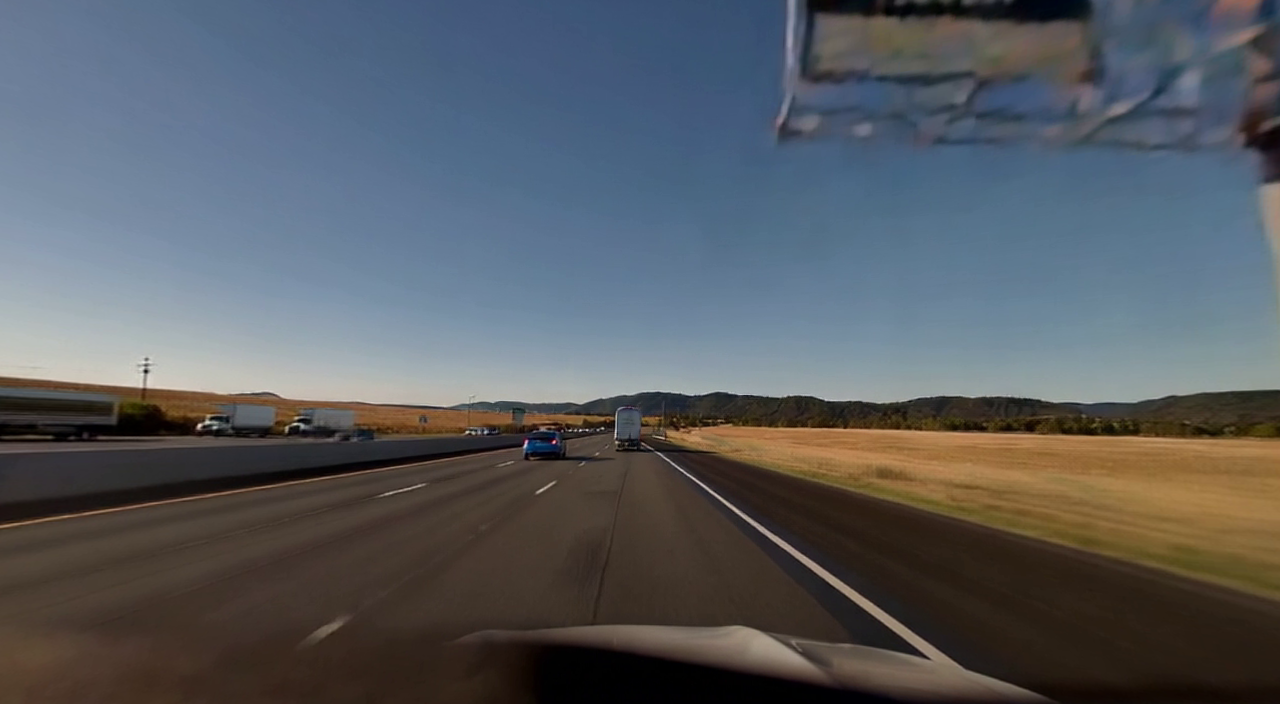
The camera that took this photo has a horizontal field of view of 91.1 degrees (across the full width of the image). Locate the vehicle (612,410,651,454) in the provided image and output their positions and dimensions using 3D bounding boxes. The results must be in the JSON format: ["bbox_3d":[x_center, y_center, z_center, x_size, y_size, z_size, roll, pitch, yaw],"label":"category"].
[{"bbox_3d":[-0.615,5.423,42.333,2.418,2.704,6.445,0,-8,-2],"label":"vehicle"}]

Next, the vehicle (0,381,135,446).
[{"bbox_3d":[-41.738,4.339,43.059,2.900,4.061,14.421,1,-8,-3],"label":"vehicle"}]

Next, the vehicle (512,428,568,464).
[{"bbox_3d":[-4.555,4.345,29.189,1.932,1.544,3.864,0,-8,0],"label":"vehicle"}]

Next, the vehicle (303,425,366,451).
[{"bbox_3d":[-19.134,5.418,39.619,1.823,1.492,4.154,0,-8,1],"label":"vehicle"}]
